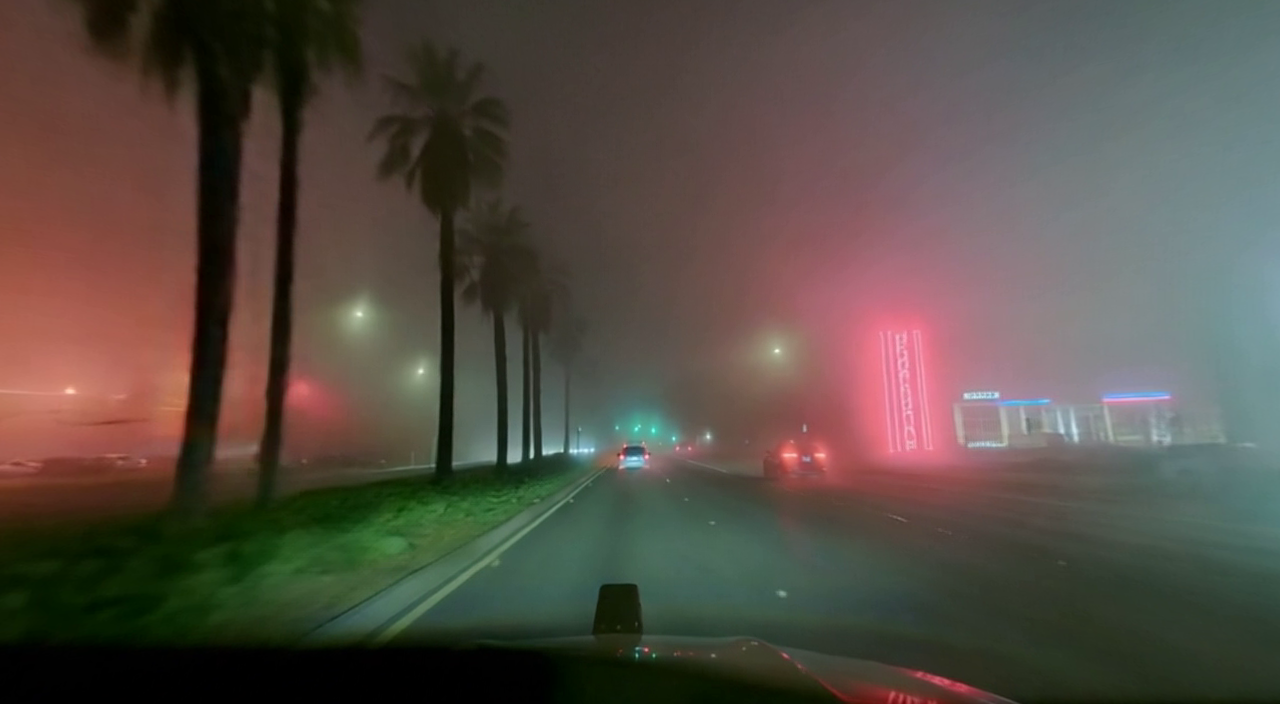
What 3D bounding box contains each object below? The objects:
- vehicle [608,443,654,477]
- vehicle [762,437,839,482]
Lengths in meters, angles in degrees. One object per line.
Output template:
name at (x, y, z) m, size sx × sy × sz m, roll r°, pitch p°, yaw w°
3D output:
vehicle at (-0.381, 4.841, 28.531) m, size 1.970 × 1.402 × 3.756 m, roll 0°, pitch -8°, yaw 0°
vehicle at (6.304, 4.247, 25.220) m, size 1.949 × 1.647 × 3.894 m, roll 0°, pitch -8°, yaw -2°
